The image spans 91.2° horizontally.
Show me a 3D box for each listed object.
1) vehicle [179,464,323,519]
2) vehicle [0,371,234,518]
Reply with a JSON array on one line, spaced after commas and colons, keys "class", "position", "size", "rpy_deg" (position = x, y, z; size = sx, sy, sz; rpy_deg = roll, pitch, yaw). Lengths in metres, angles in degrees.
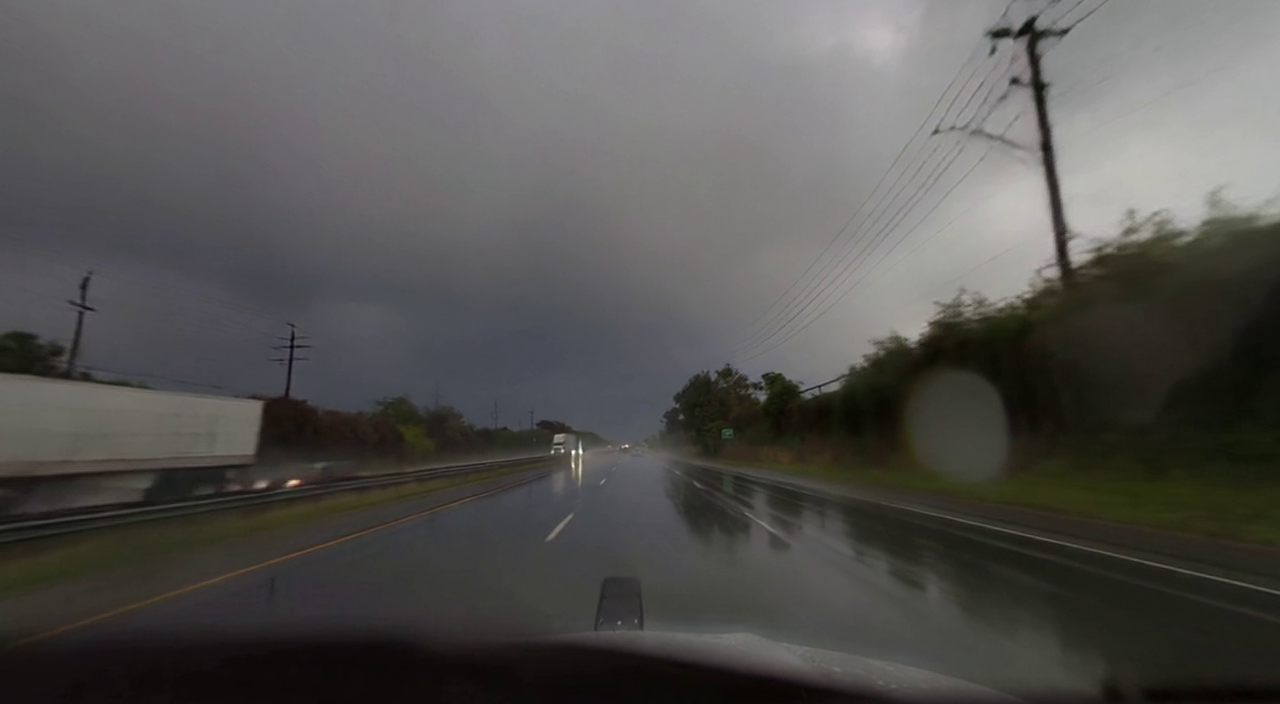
[{"class": "vehicle", "position": [-12.024, 4.305, 19.757], "size": [2.053, 1.445, 3.969], "rpy_deg": [0, -9, -1]}, {"class": "vehicle", "position": [-19.584, 3.061, 20.541], "size": [3.123, 4.065, 14.086], "rpy_deg": [0, -9, 0]}]
